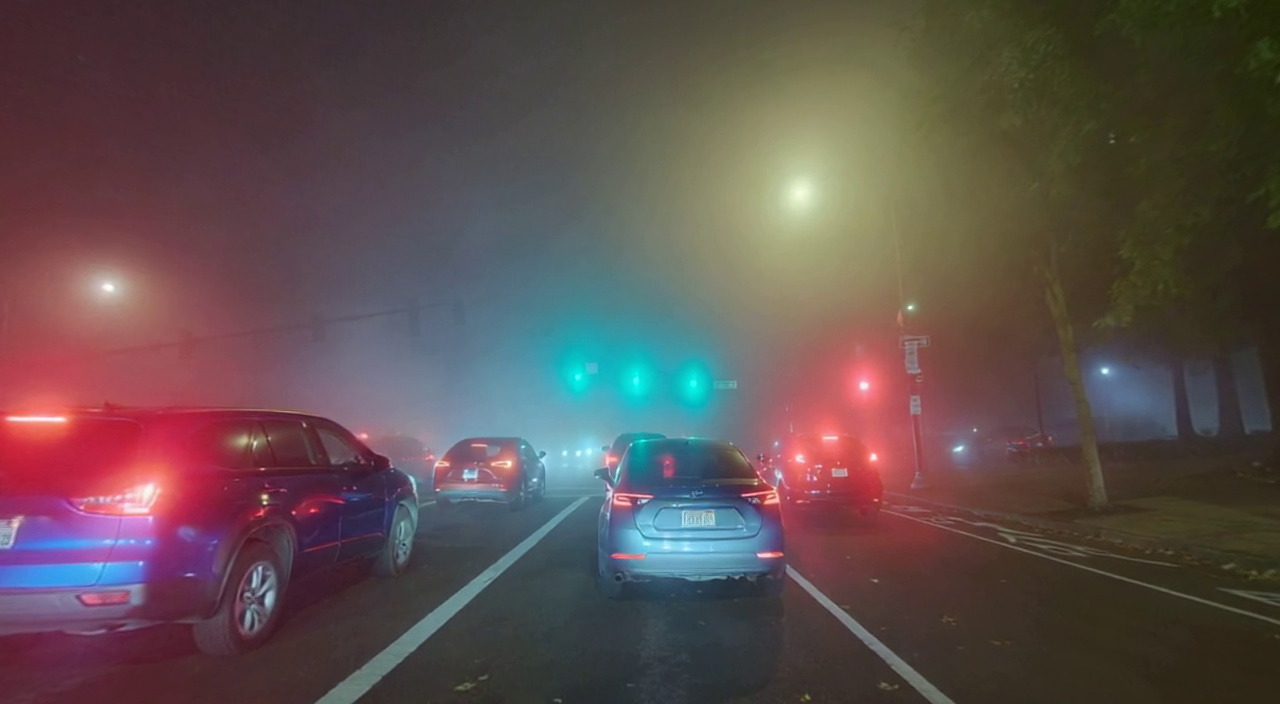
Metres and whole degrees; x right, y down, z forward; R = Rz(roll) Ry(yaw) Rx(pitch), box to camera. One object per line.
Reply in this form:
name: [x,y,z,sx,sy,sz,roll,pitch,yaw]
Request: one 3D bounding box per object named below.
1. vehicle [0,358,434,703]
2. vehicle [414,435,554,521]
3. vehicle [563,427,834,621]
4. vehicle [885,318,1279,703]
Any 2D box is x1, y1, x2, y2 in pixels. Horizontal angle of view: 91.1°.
vehicle: [-3.453,1.225,5.279,1.889,1.767,4.289,0,-8,1]
vehicle: [-3.069,2.567,13.336,1.868,1.516,4.114,0,-8,1]
vehicle: [0.438,1.602,6.800,2.051,1.460,3.932,0,-8,0]
vehicle: [3.042,0.917,3.043,1.880,1.747,4.500,0,-8,0]
